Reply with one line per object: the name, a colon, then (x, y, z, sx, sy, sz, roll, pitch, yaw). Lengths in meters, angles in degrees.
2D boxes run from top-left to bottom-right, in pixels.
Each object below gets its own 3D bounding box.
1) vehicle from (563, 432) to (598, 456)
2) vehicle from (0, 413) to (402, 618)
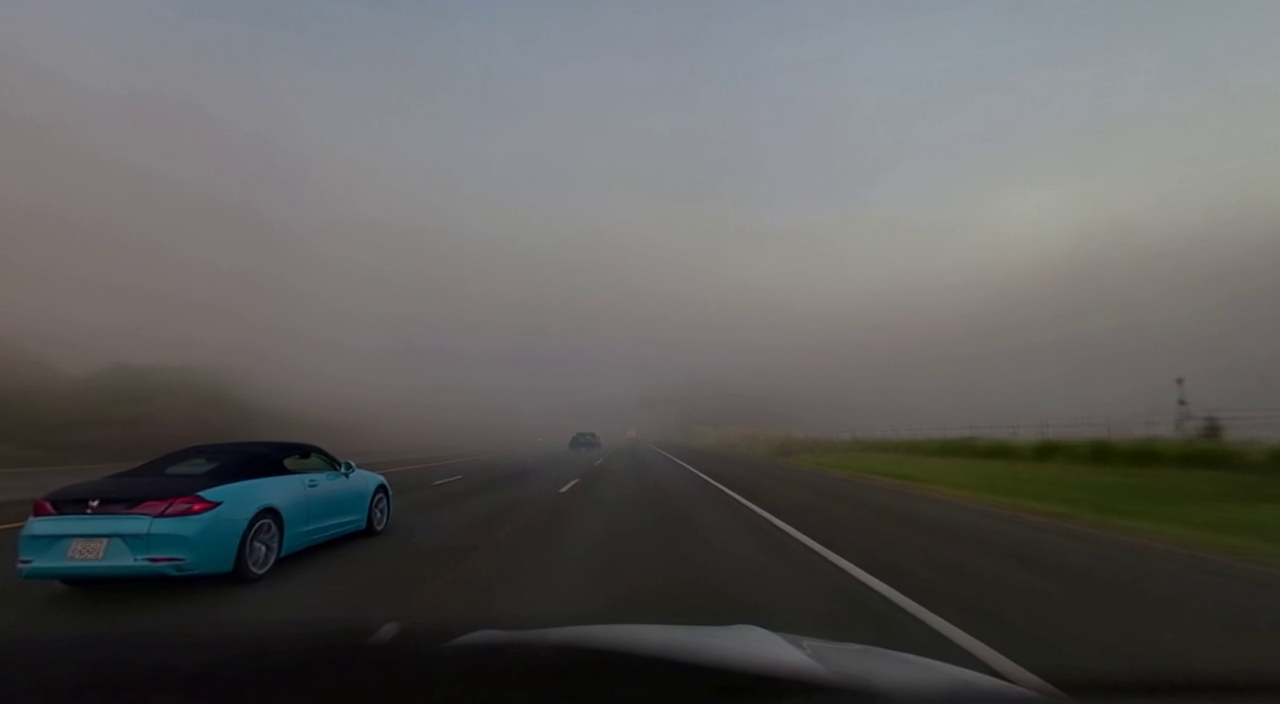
vehicle: (-3.779, 5.934, 40.842, 2.024, 1.456, 3.754, 0, -8, -2)
vehicle: (-4.253, 1.420, 6.522, 1.969, 1.413, 4.194, 0, -8, -1)
